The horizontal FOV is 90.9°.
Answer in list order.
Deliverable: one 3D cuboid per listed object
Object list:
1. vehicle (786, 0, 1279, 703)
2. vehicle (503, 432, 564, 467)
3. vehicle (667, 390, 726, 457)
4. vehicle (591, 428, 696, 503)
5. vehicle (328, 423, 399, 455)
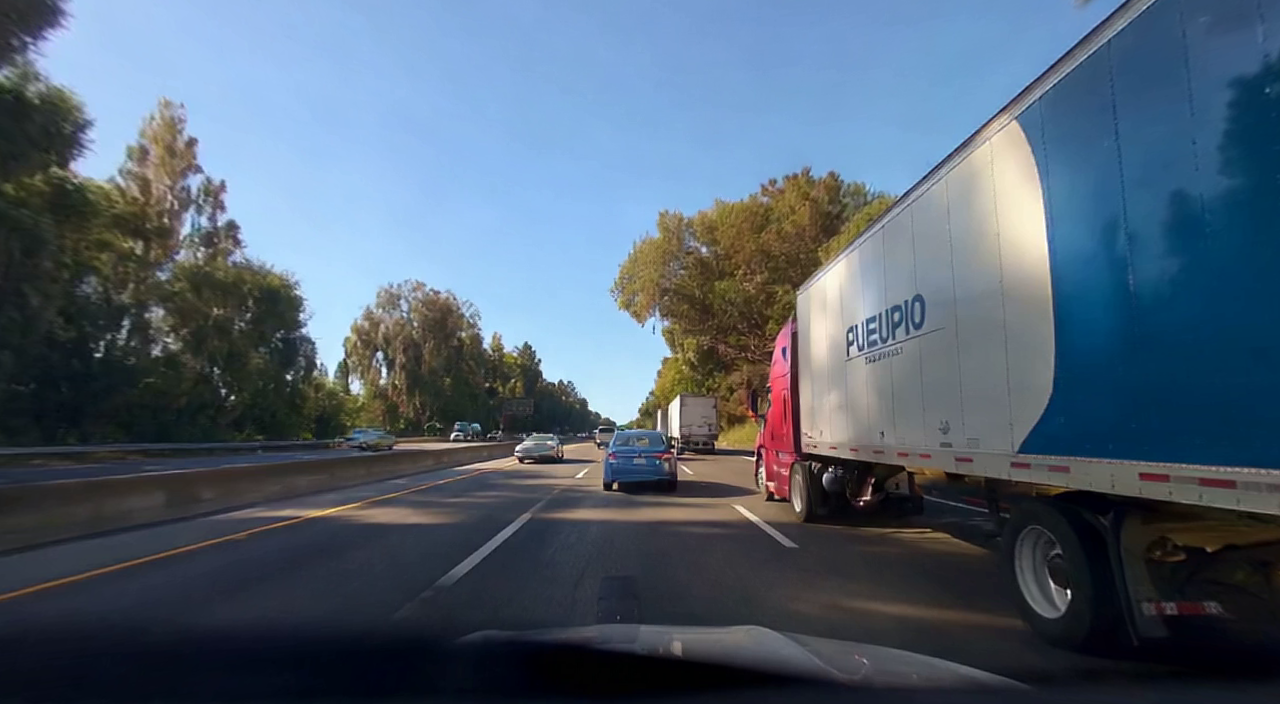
[{"bbox_3d":[4.142,-0.140,4.225,2.816,4.070,14.136,0,-8,-1],"label":"vehicle"},{"bbox_3d":[-4.666,4.322,28.326,1.983,1.434,4.451,0,-8,0],"label":"vehicle"},{"bbox_3d":[3.701,5.237,45.237,2.869,4.067,13.731,0,-8,-1],"label":"vehicle"},{"bbox_3d":[0.021,2.440,14.062,2.021,1.435,3.611,0,-8,-2],"label":"vehicle"},{"bbox_3d":[-19.268,6.074,44.235,2.338,2.020,5.417,0,-7,2],"label":"vehicle"}]
